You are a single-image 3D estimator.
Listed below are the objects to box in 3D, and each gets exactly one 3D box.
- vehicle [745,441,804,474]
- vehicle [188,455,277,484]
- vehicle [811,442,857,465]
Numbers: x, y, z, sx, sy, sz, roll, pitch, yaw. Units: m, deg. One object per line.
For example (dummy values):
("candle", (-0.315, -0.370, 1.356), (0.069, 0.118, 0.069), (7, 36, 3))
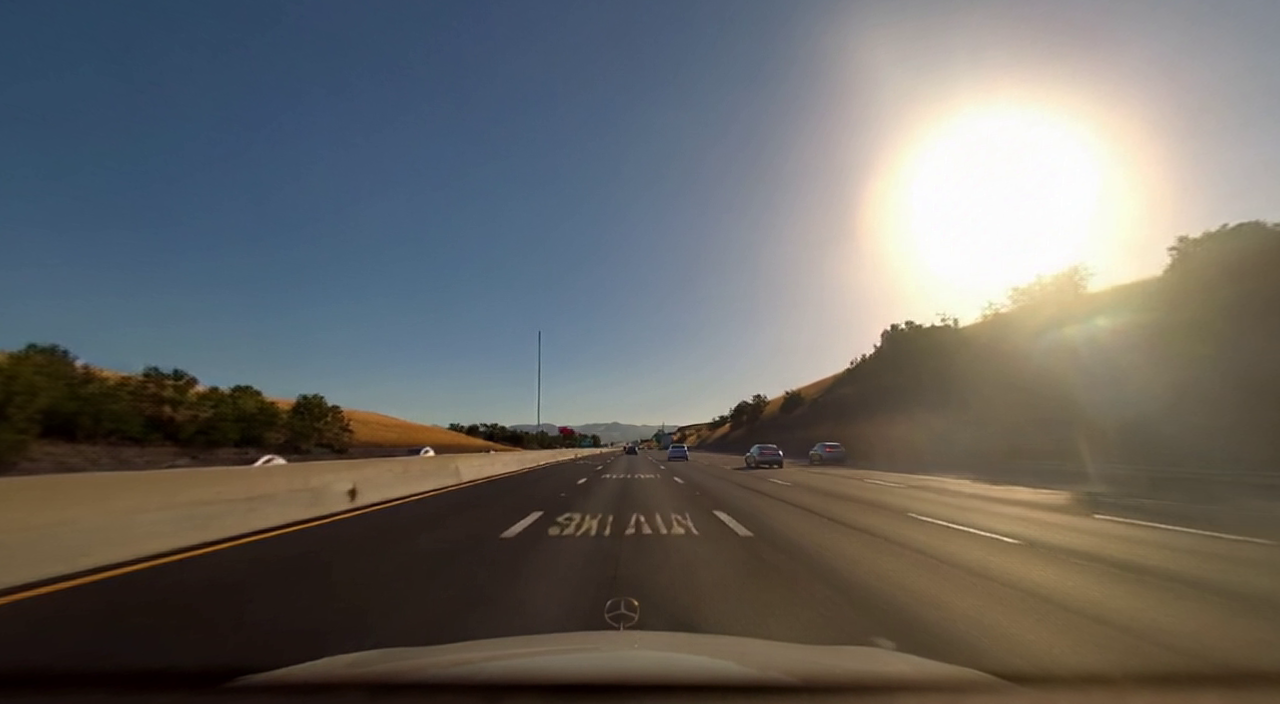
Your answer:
("vehicle", (6.686, 5.293, 31.822), (2.038, 1.528, 3.910), (0, -9, -1))
("vehicle", (-21.648, 6.244, 33.784), (1.940, 1.415, 4.270), (0, -9, -1))
("vehicle", (14.545, 7.623, 47.651), (2.025, 1.595, 4.268), (0, -8, -1))
